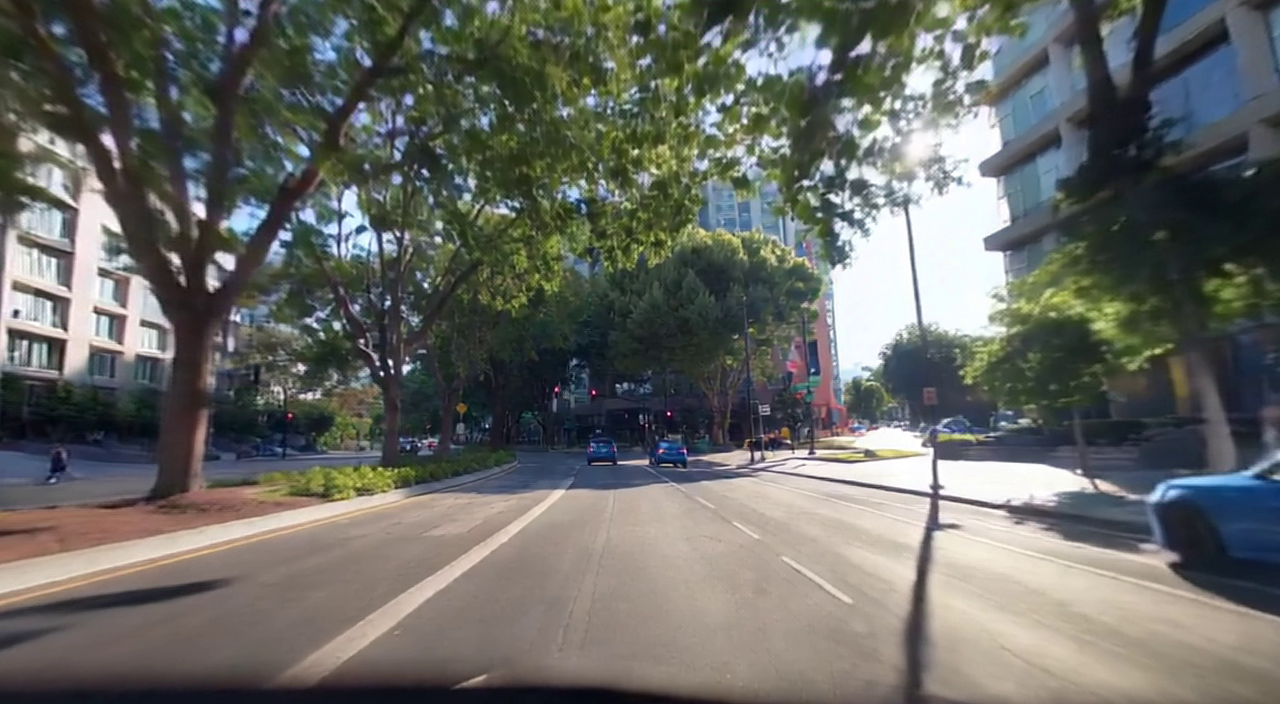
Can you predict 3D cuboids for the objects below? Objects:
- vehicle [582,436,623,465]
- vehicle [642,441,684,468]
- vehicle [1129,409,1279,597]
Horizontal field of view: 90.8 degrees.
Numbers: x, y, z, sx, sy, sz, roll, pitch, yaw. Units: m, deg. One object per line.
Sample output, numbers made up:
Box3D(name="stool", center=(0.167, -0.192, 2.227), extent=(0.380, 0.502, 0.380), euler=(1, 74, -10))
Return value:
Box3D(name="vehicle", center=(-2.447, 6.274, 40.156), extent=(2.317, 1.713, 4.231), euler=(1, -9, -7))
Box3D(name="vehicle", center=(1.325, 6.201, 38.325), extent=(1.918, 1.479, 4.468), euler=(1, -9, -5))
Box3D(name="vehicle", center=(6.659, 1.216, 4.760), extent=(2.042, 1.635, 4.858), euler=(0, -9, 0))
